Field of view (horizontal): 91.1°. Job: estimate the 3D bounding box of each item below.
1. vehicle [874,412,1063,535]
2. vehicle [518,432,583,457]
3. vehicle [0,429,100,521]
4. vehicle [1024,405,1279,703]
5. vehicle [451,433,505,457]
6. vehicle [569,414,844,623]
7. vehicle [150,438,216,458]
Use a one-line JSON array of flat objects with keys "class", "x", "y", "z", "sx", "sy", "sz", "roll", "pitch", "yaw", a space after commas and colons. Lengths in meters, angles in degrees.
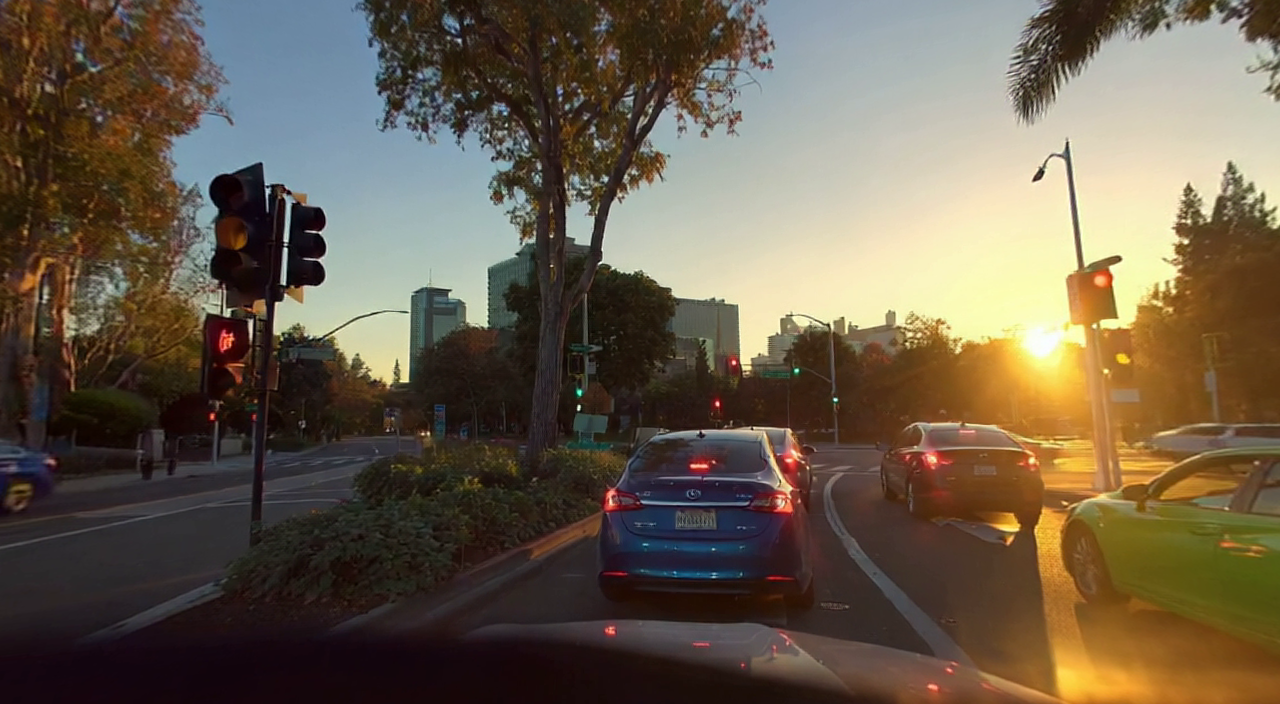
[{"class": "vehicle", "x": 5.538, "y": 2.060, "z": 11.287, "sx": 2.102, "sy": 1.717, "sz": 4.373, "roll": -2, "pitch": -9, "yaw": 16}, {"class": "vehicle", "x": -5.956, "y": 6.101, "z": 41.532, "sx": 1.932, "sy": 1.573, "sz": 4.509, "roll": 8, "pitch": -12, "yaw": -44}, {"class": "vehicle", "x": -11.204, "y": 1.956, "z": 9.940, "sx": 1.976, "sy": 1.458, "sz": 4.645, "roll": 2, "pitch": -8, "yaw": -13}, {"class": "vehicle", "x": 4.254, "y": 1.063, "z": 3.380, "sx": 1.954, "sy": 1.508, "sz": 4.441, "roll": -1, "pitch": -8, "yaw": 6}, {"class": "vehicle", "x": -12.449, "y": 7.118, "z": 48.201, "sx": 1.972, "sy": 1.705, "sz": 4.457, "roll": 8, "pitch": -11, "yaw": -44}, {"class": "vehicle", "x": 0.856, "y": 1.502, "z": 6.689, "sx": 2.052, "sy": 1.483, "sz": 3.928, "roll": -2, "pitch": -8, "yaw": 12}, {"class": "vehicle", "x": -35.377, "y": 7.440, "z": 48.645, "sx": 1.652, "sy": 1.433, "sz": 3.733, "roll": -7, "pitch": -11, "yaw": 40}]
